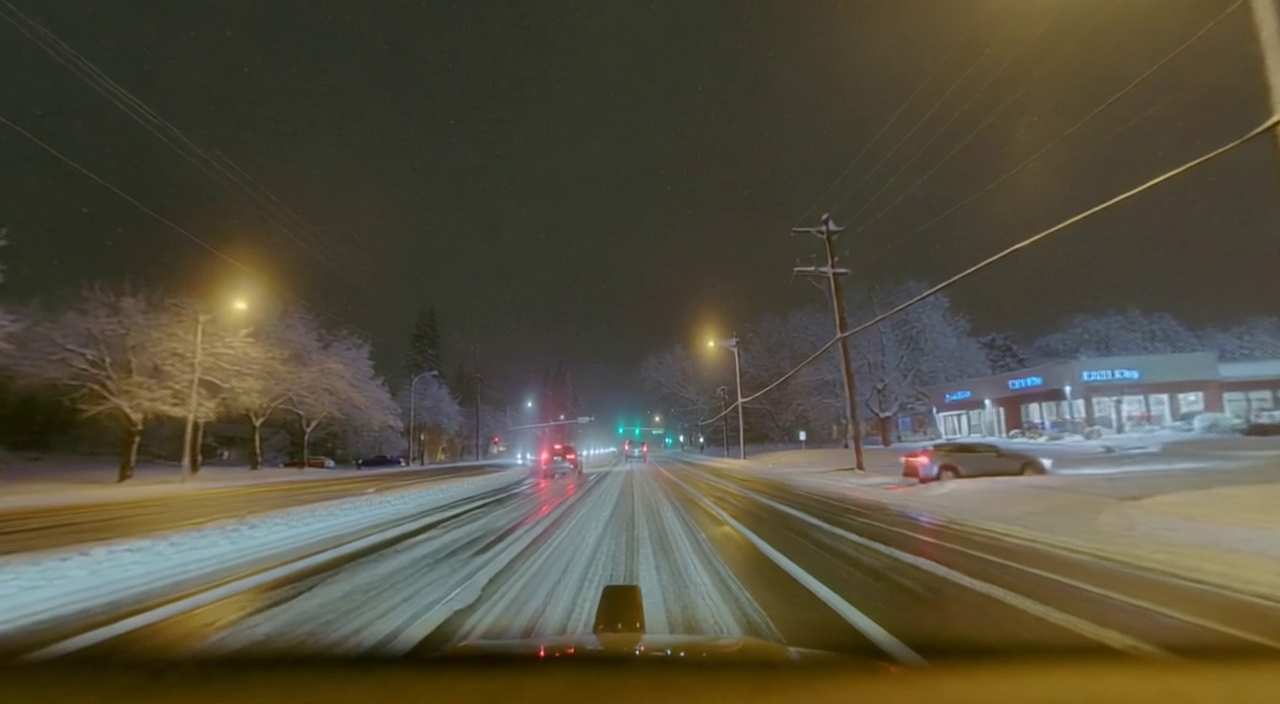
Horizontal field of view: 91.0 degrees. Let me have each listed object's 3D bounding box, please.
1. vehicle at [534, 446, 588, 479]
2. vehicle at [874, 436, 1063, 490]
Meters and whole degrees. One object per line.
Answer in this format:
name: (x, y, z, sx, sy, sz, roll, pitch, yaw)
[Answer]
vehicle: (-3.719, 5.279, 30.368, 2.076, 1.444, 4.328, 0, -9, 0)
vehicle: (10.268, 3.473, 19.928, 4.885, 1.576, 2.024, 1, -9, -6)
